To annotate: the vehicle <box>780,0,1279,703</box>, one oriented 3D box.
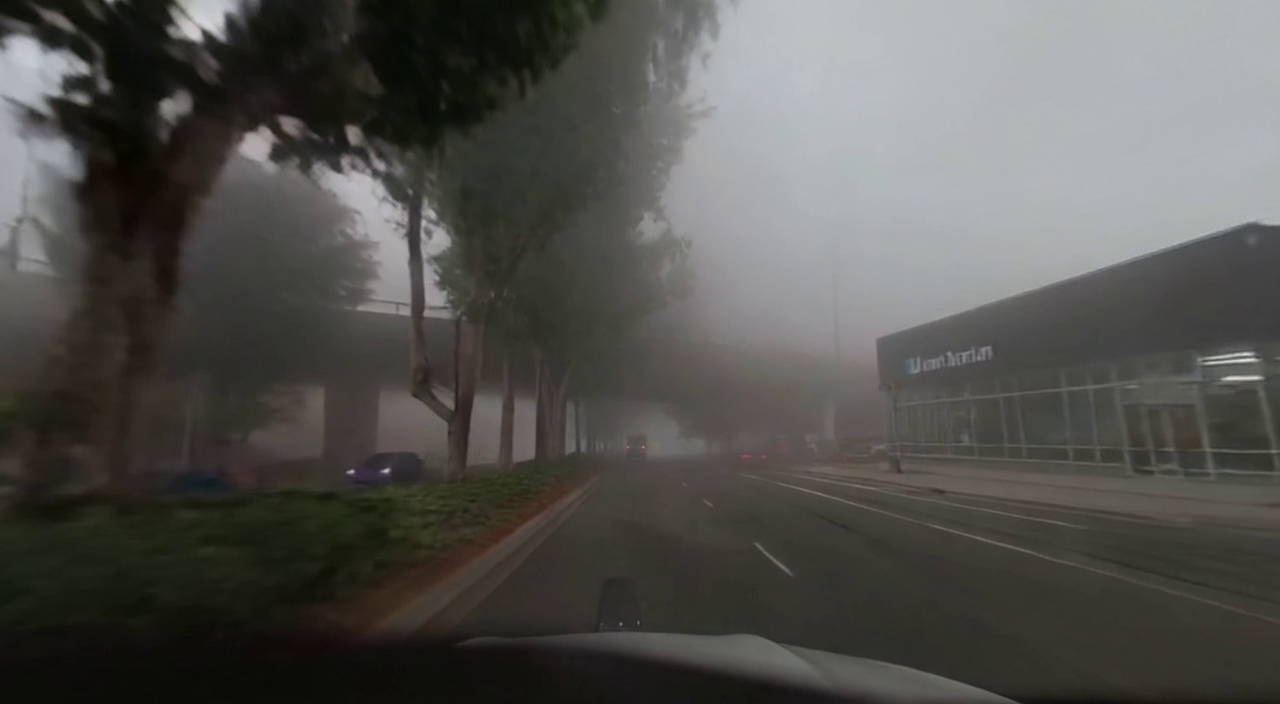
[{"bbox_3d":[3.911,0.145,2.749,3.043,3.162,13.806,0,-8,-2],"label":"vehicle"}]
